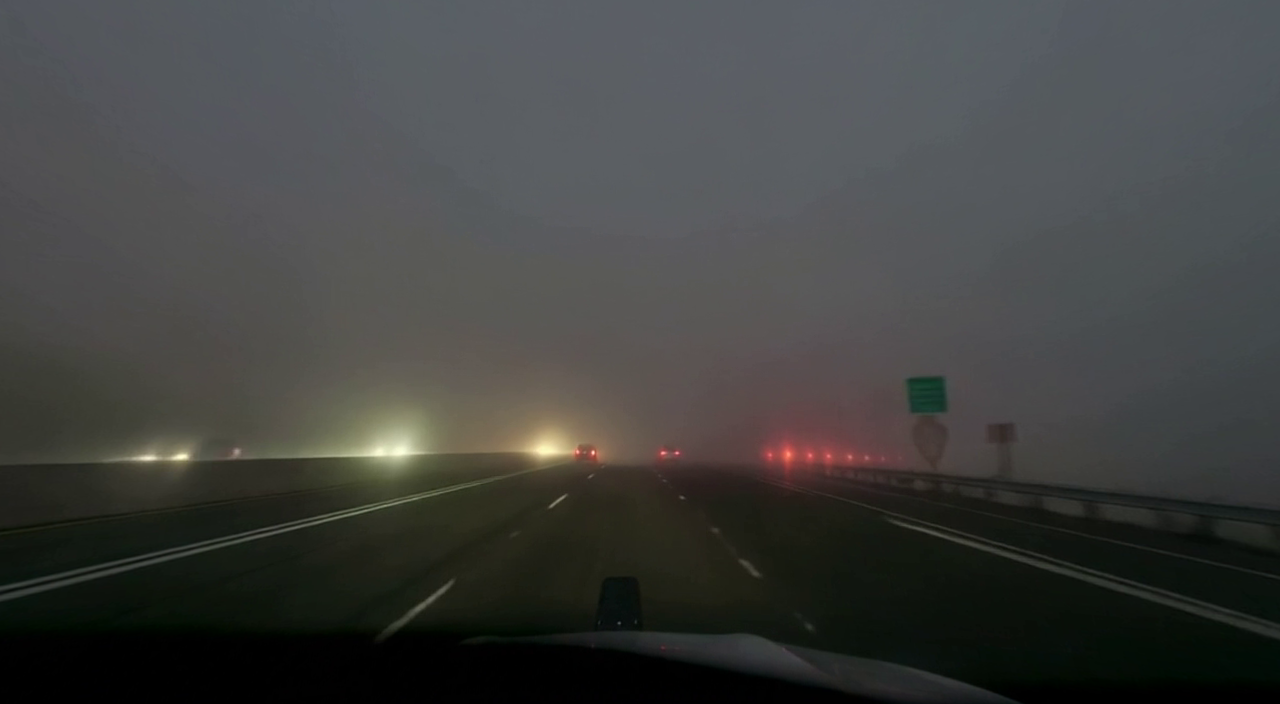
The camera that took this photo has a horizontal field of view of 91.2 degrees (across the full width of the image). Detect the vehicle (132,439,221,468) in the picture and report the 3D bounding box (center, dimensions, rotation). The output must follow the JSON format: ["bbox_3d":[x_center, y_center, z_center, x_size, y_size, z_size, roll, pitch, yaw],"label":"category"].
[{"bbox_3d":[-24.530,5.380,33.328,1.733,1.452,4.029,0,-9,-2],"label":"vehicle"}]

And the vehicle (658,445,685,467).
[{"bbox_3d":[2.356,7.898,47.812,1.895,1.555,4.030,0,-9,0],"label":"vehicle"}]
